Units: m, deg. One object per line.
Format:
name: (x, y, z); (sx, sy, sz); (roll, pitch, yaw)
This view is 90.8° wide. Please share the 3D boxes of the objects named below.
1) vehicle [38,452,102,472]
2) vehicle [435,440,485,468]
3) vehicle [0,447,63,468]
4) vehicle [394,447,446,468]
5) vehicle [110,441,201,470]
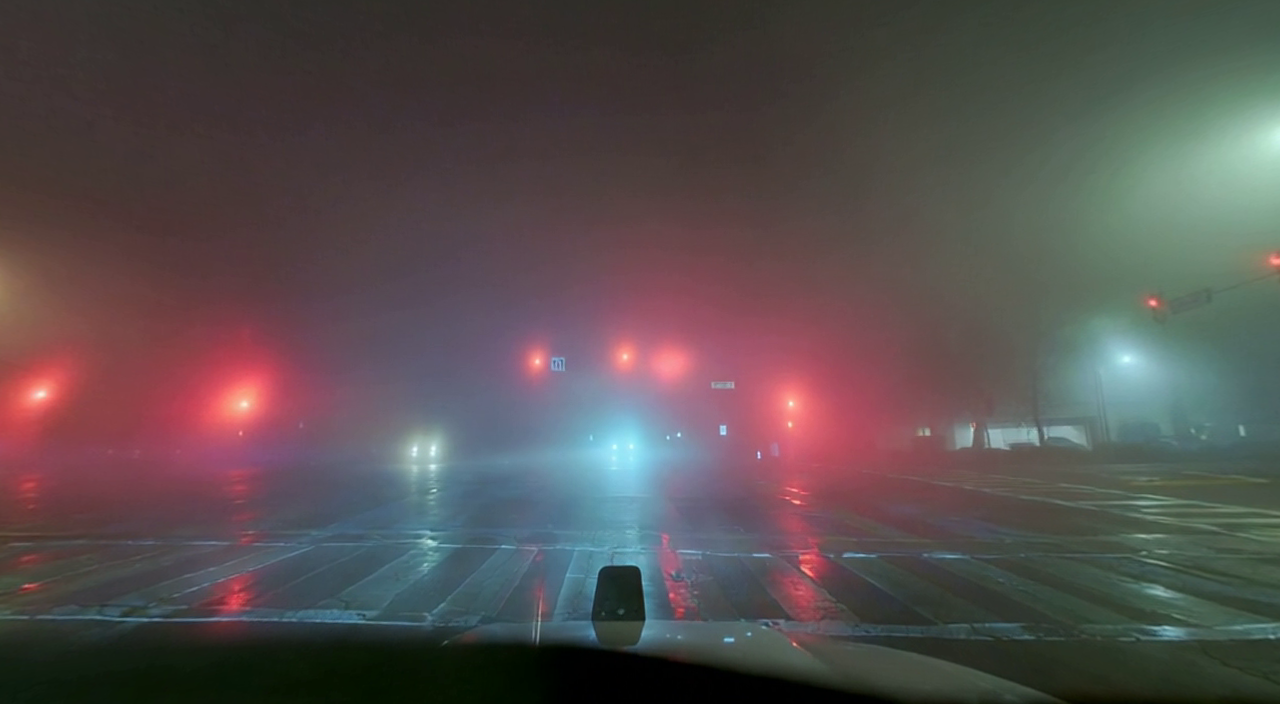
vehicle: (-41.594, 8.015, 46.202); (1.552, 1.339, 3.340); (-2, -9, 0)
vehicle: (-11.964, 6.800, 42.314); (2.080, 1.763, 4.341); (0, -8, 0)
vehicle: (-45.258, 7.765, 46.593); (1.858, 1.467, 3.624); (0, -8, 0)
vehicle: (-15.521, 7.445, 44.798); (2.056, 1.450, 4.343); (0, -8, 0)
vehicle: (-34.909, 7.425, 45.735); (2.204, 1.955, 5.518); (0, -8, 0)
